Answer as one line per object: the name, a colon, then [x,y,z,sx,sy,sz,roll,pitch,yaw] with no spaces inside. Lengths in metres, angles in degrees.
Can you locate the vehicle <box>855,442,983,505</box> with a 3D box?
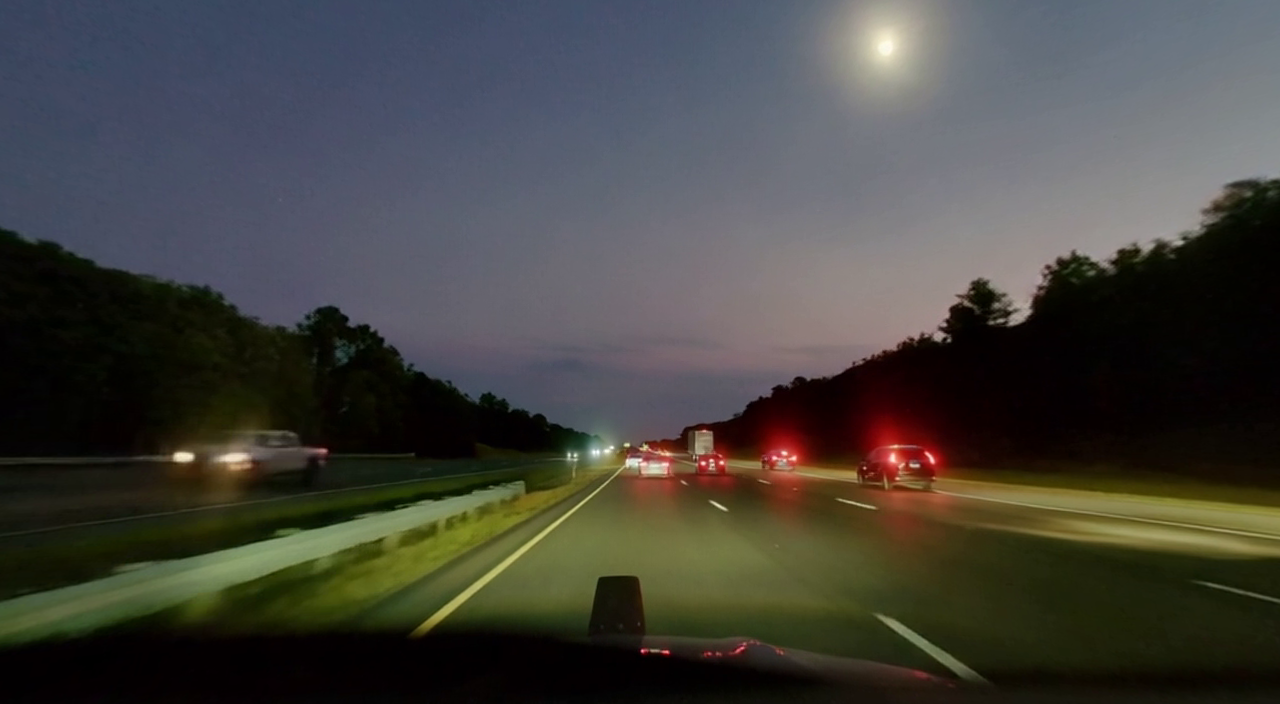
vehicle: [7.786,3.404,18.023,1.847,1.554,3.752,0,-9,-1]

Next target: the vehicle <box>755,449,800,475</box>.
vehicle: [8.786,7.023,40.484,1.957,1.594,3.632,0,-9,-1]

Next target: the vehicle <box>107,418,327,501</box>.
vehicle: [-9.308,2.425,14.444,2.037,1.589,4.257,0,-9,1]

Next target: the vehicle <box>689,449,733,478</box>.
vehicle: [4.059,6.418,36.537,1.981,1.518,4.029,0,-9,-1]

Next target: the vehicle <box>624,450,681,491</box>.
vehicle: [0.438,4.514,24.339,2.020,1.426,3.702,0,-9,0]
